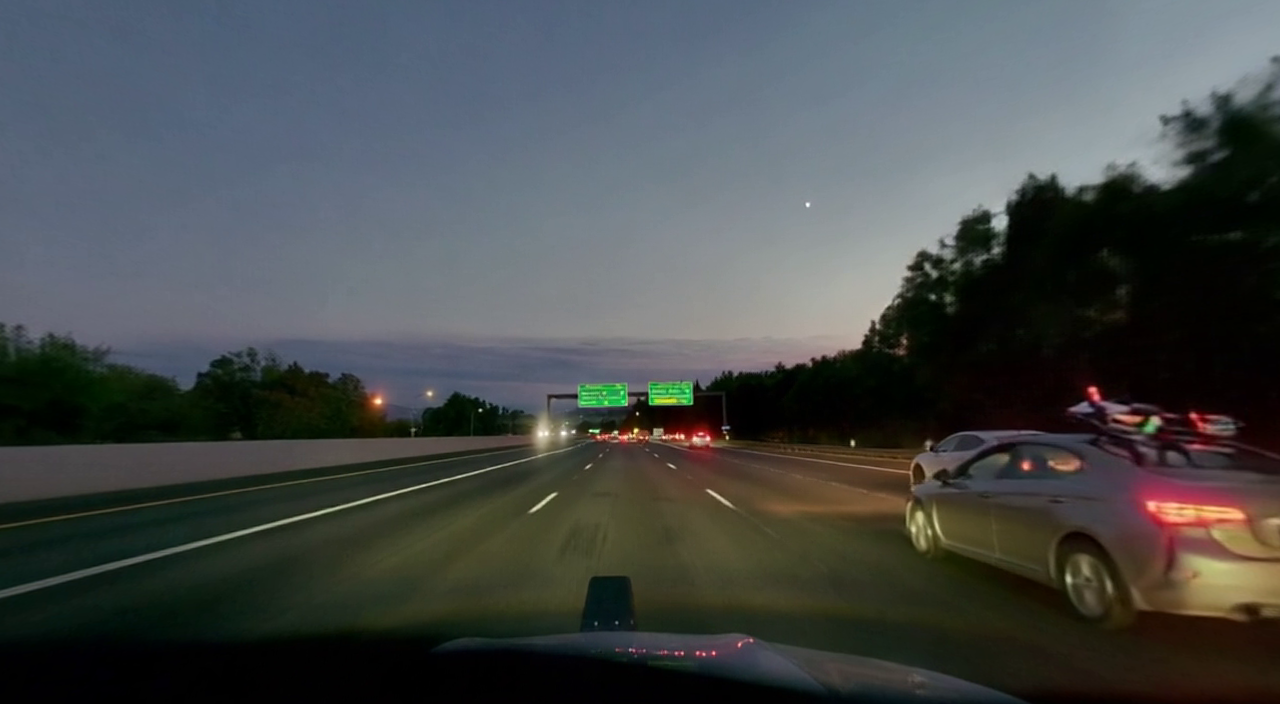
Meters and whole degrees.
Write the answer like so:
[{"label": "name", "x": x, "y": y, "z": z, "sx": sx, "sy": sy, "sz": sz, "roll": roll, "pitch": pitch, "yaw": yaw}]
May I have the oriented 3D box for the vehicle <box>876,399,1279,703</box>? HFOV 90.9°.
[{"label": "vehicle", "x": 3.726, "y": 1.178, "z": 4.604, "sx": 2.094, "sy": 1.441, "sz": 4.568, "roll": 0, "pitch": -8, "yaw": -2}]
